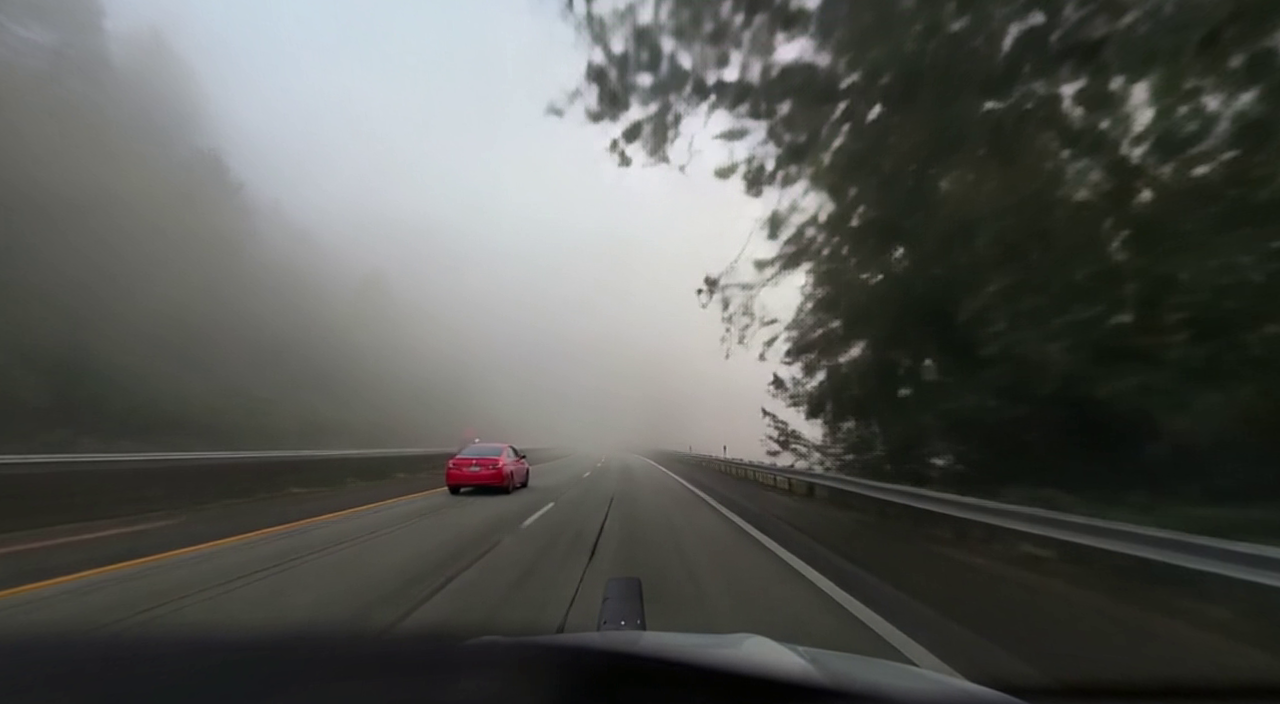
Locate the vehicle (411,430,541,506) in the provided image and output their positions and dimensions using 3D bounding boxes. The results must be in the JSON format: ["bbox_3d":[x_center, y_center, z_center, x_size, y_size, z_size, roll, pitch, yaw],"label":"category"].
[{"bbox_3d":[-3.689,2.689,14.972,1.990,1.532,3.911,0,-9,0],"label":"vehicle"}]
